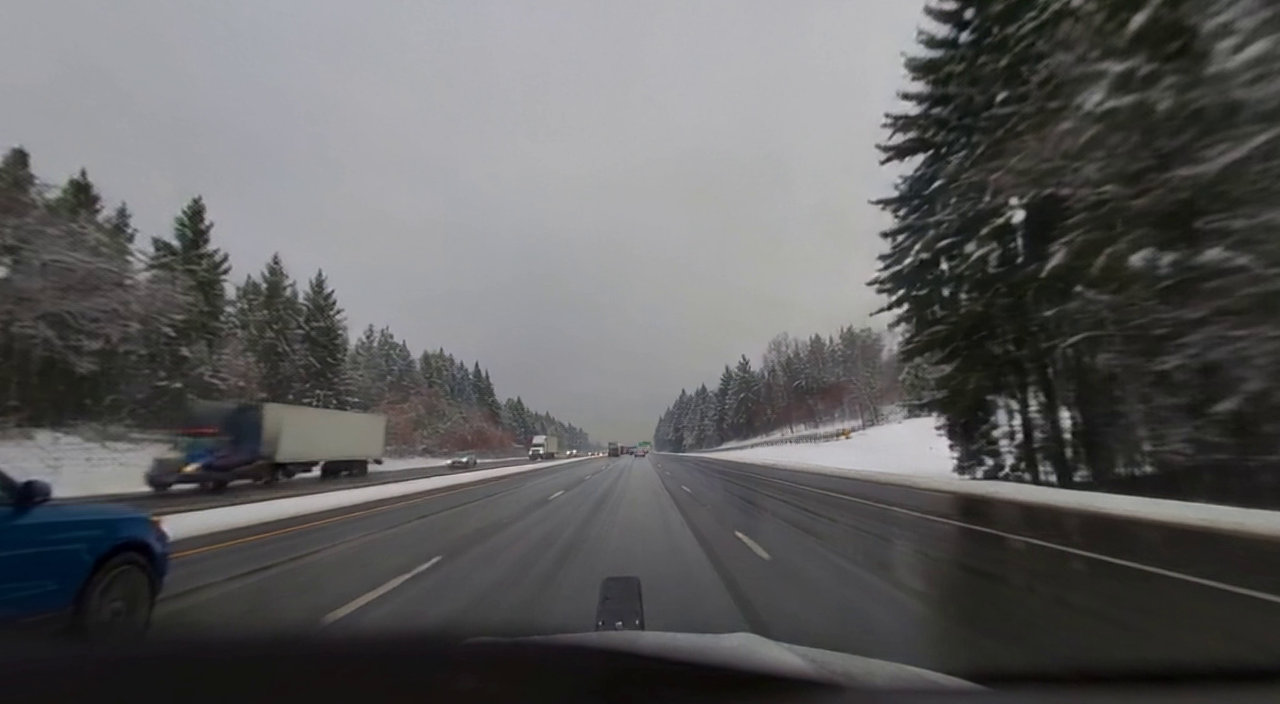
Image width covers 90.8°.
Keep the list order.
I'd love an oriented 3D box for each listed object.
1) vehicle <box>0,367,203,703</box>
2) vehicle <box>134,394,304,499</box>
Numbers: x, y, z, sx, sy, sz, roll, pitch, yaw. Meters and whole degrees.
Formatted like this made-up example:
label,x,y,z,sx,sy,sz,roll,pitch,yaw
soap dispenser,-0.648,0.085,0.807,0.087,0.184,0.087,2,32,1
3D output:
label,x,y,z,sx,sy,sz,roll,pitch,yaw
vehicle,-4.330,0.821,2.330,2.110,1.727,4.607,0,-9,0
vehicle,-17.618,4.023,27.053,3.013,3.967,5.891,0,-9,0
